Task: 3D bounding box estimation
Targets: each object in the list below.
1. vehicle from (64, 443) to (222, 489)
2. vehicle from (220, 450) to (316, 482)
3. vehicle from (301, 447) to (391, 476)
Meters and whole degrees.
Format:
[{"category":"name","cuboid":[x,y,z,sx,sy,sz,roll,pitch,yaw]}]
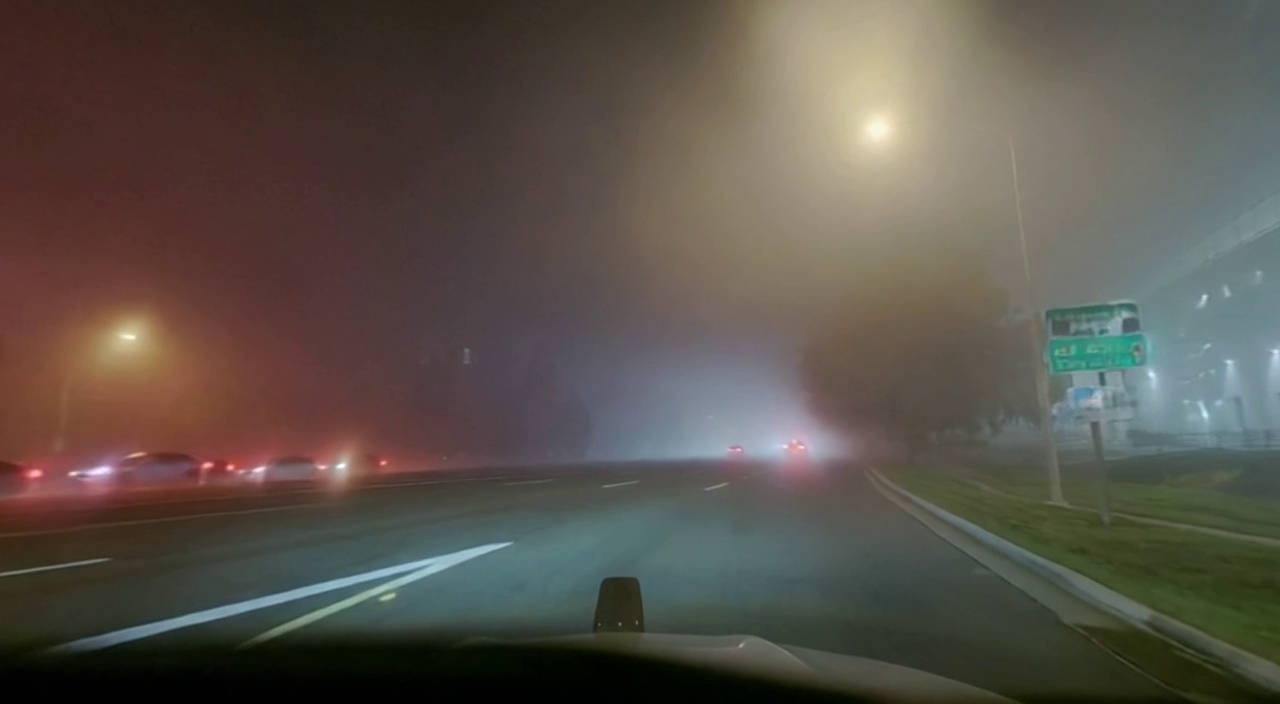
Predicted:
[{"category":"vehicle","cuboid":[-20.286,4.607,26.104,1.926,1.681,4.727,-3,-8,18]},{"category":"vehicle","cuboid":[-20.638,6.312,35.275,1.867,1.540,4.423,-3,-8,18]},{"category":"vehicle","cuboid":[-16.742,6.242,36.233,1.872,1.493,4.724,-3,-8,19]}]
